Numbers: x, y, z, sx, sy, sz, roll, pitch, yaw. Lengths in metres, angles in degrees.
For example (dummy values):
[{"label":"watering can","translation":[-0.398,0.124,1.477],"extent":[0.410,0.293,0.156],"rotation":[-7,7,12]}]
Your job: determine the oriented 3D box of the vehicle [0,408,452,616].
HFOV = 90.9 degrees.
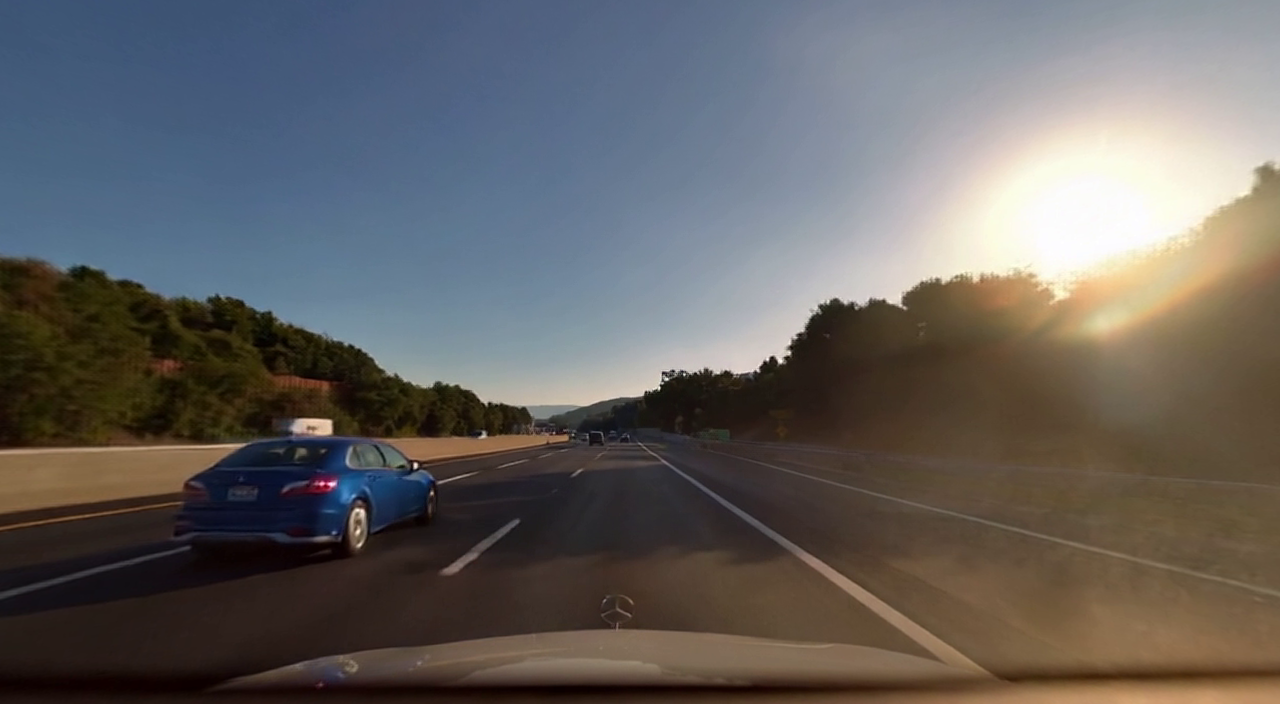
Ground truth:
[{"label":"vehicle","translation":[-3.715,1.471,6.849],"extent":[2.026,1.517,4.325],"rotation":[0,-8,0]}]
